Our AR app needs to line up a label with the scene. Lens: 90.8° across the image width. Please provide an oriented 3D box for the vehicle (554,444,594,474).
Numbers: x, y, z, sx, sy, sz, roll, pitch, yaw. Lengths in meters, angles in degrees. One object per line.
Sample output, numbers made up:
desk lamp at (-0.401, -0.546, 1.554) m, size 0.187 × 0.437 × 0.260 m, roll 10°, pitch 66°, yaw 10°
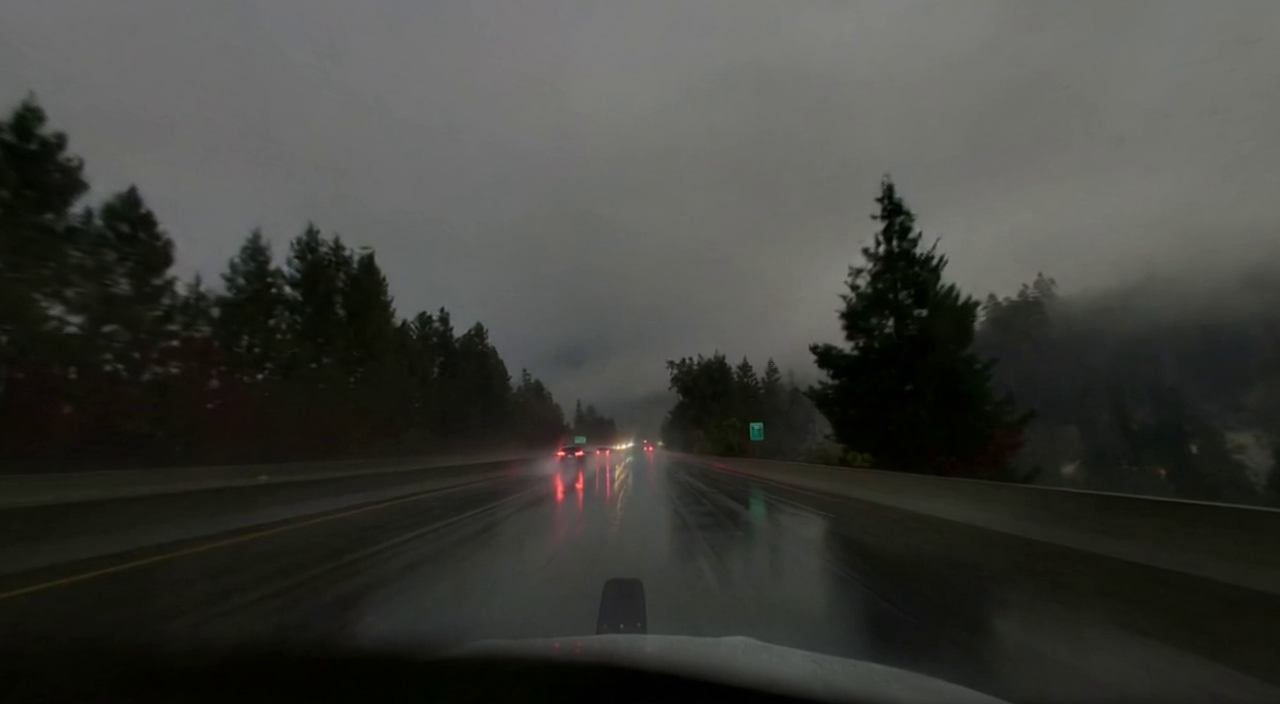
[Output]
vehicle at (-3.814, 6.230, 36.923) m, size 1.846 × 1.600 × 4.108 m, roll 0°, pitch -9°, yaw 1°
